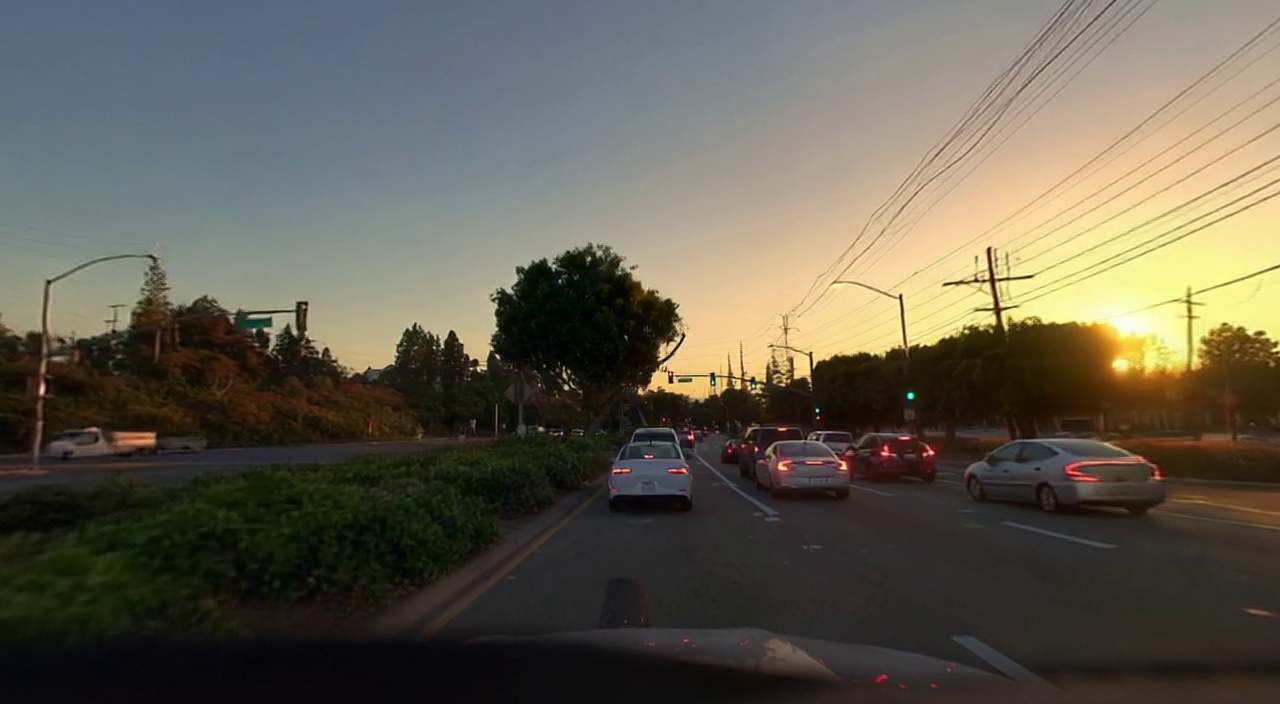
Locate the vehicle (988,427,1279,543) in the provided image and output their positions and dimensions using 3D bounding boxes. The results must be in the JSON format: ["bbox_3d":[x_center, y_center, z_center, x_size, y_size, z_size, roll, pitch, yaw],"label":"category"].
[{"bbox_3d":[7.945,2.063,10.460,1.905,1.483,4.469,-1,-8,2],"label":"vehicle"}]

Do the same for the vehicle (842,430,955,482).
[{"bbox_3d":[8.608,3.509,21.516,1.966,1.536,4.666,0,-8,1],"label":"vehicle"}]

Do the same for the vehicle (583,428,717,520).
[{"bbox_3d":[0.184,2.351,12.703,2.208,1.498,4.401,0,-8,1],"label":"vehicle"}]

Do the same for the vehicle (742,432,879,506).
[{"bbox_3d":[3.804,2.697,14.985,2.028,1.454,4.531,0,-8,1],"label":"vehicle"}]
